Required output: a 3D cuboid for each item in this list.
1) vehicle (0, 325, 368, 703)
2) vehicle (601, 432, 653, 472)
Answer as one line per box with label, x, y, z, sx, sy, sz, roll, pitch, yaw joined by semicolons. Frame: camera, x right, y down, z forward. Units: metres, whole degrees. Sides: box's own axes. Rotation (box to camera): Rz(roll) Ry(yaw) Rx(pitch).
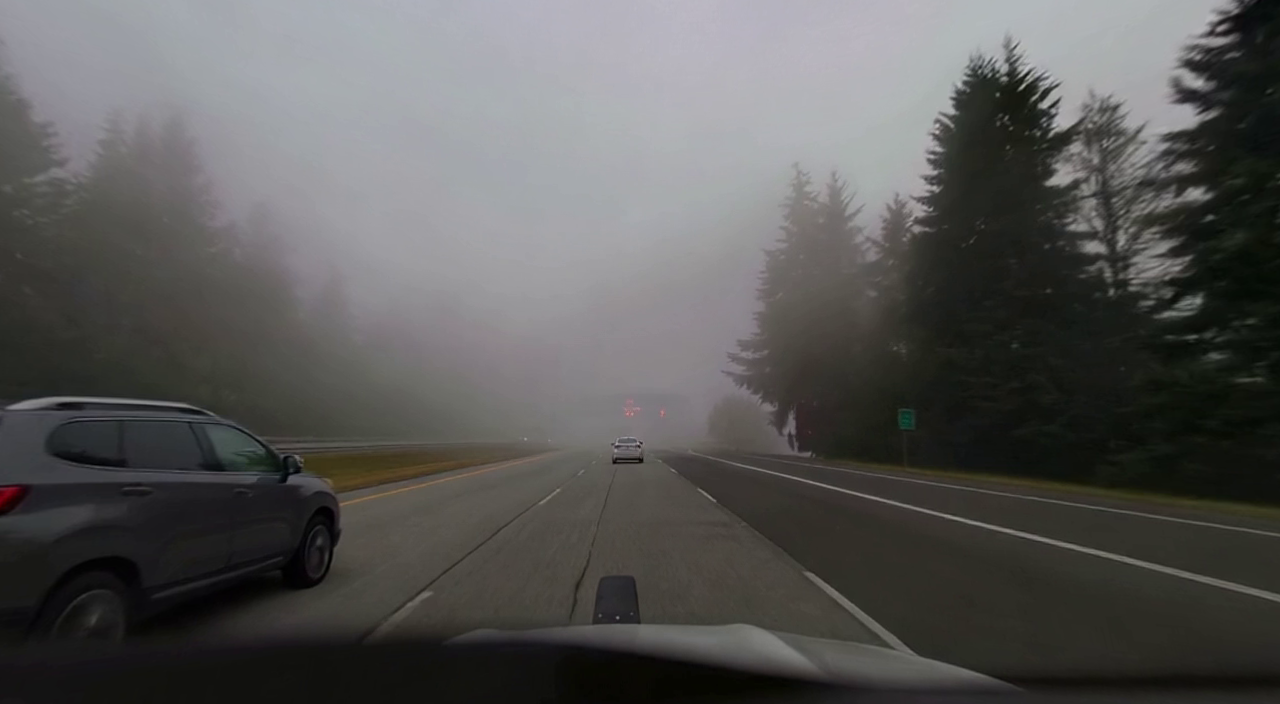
vehicle;-3.368;0.857;3.025;2.111;1.689;4.505;0;-8;0
vehicle;-0.550;4.184;26.543;2.010;1.534;4.013;0;-8;-1
